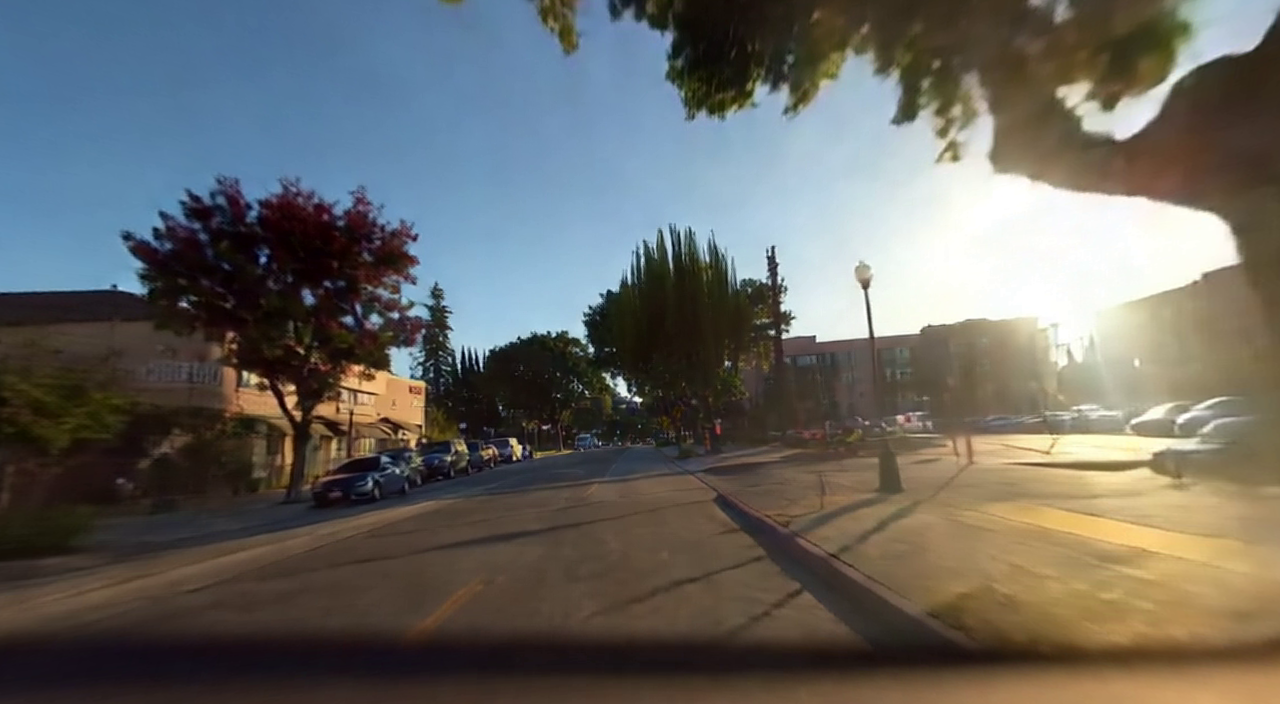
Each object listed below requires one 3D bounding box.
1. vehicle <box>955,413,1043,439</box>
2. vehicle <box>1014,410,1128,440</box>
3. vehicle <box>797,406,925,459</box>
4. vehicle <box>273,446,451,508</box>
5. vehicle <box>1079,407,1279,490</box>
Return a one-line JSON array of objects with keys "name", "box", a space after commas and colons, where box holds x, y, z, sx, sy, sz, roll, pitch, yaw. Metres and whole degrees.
[{"name": "vehicle", "box": [23.673, 4.892, 41.613, 4.521, 1.634, 1.996, 0, -8, 0]}, {"name": "vehicle", "box": [23.166, 3.971, 33.953, 4.746, 1.536, 1.914, 0, -8, 0]}, {"name": "vehicle", "box": [10.958, 4.006, 31.522, 5.453, 1.794, 2.011, -8, -6, -2]}, {"name": "vehicle", "box": [-8.676, 3.903, 19.955, 1.879, 1.543, 4.778, -12, -13, 43]}, {"name": "vehicle", "box": [11.780, 1.996, 13.150, 1.950, 1.429, 4.589, 0, -8, 1]}]
